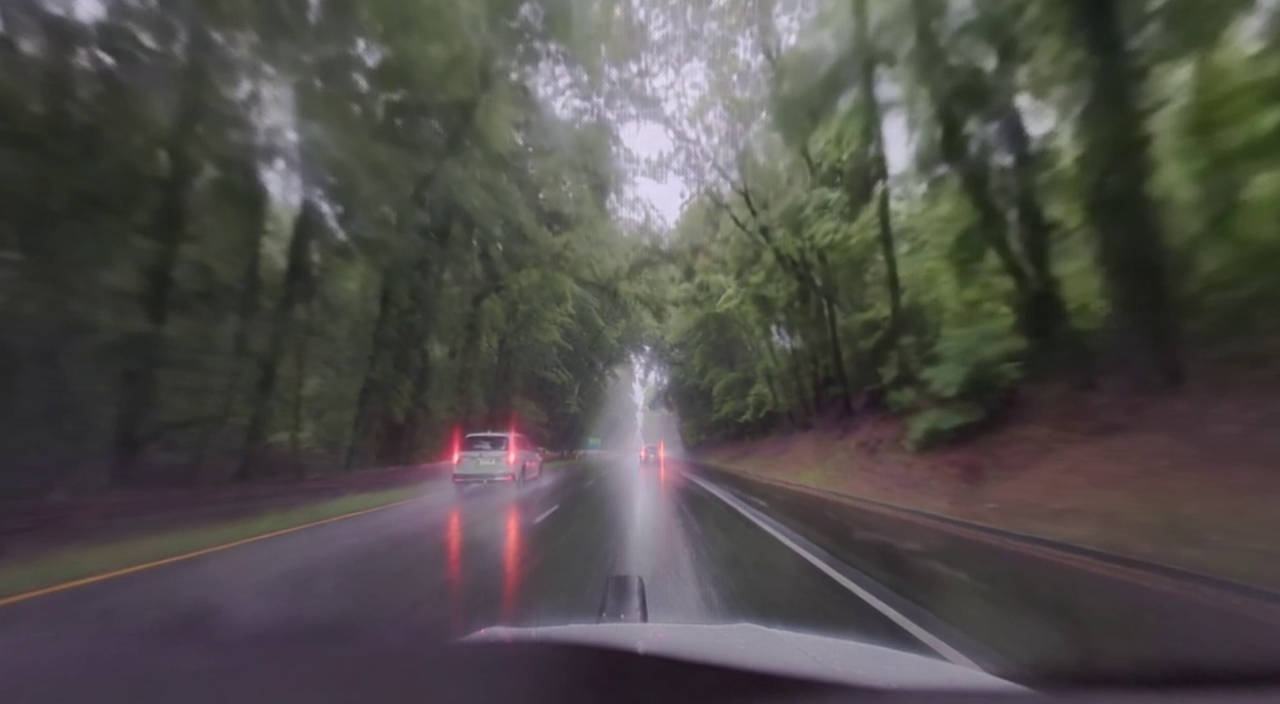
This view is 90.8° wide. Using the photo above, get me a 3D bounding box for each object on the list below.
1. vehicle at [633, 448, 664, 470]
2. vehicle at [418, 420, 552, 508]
[{"bbox_3d":[0.533,7.344,43.558,2.046,1.452,4.407,0,-9,0],"label":"vehicle"},{"bbox_3d":[-3.998,3.007,17.382,2.418,2.049,4.930,0,-9,0],"label":"vehicle"}]
